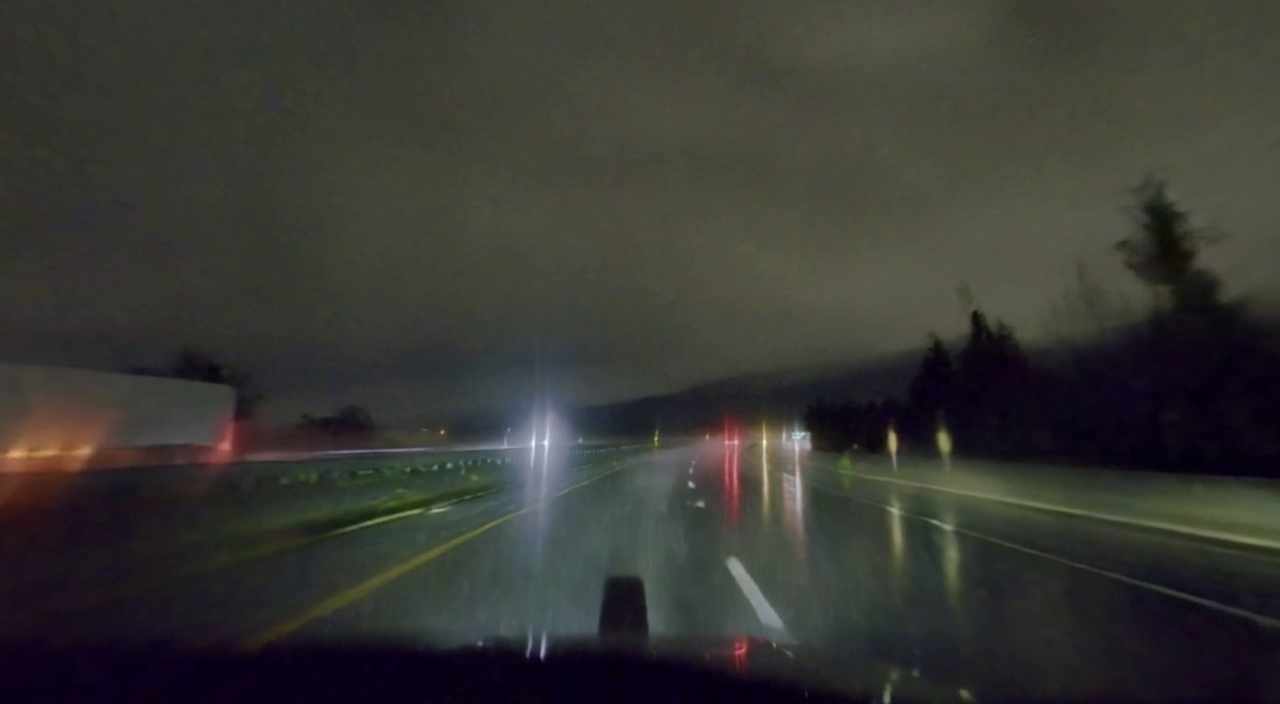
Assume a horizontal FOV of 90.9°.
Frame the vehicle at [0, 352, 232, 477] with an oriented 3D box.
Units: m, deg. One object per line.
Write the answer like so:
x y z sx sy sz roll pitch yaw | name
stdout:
-23.009 2.523 24.004 2.949 4.184 16.613 -1 -9 4 | vehicle
